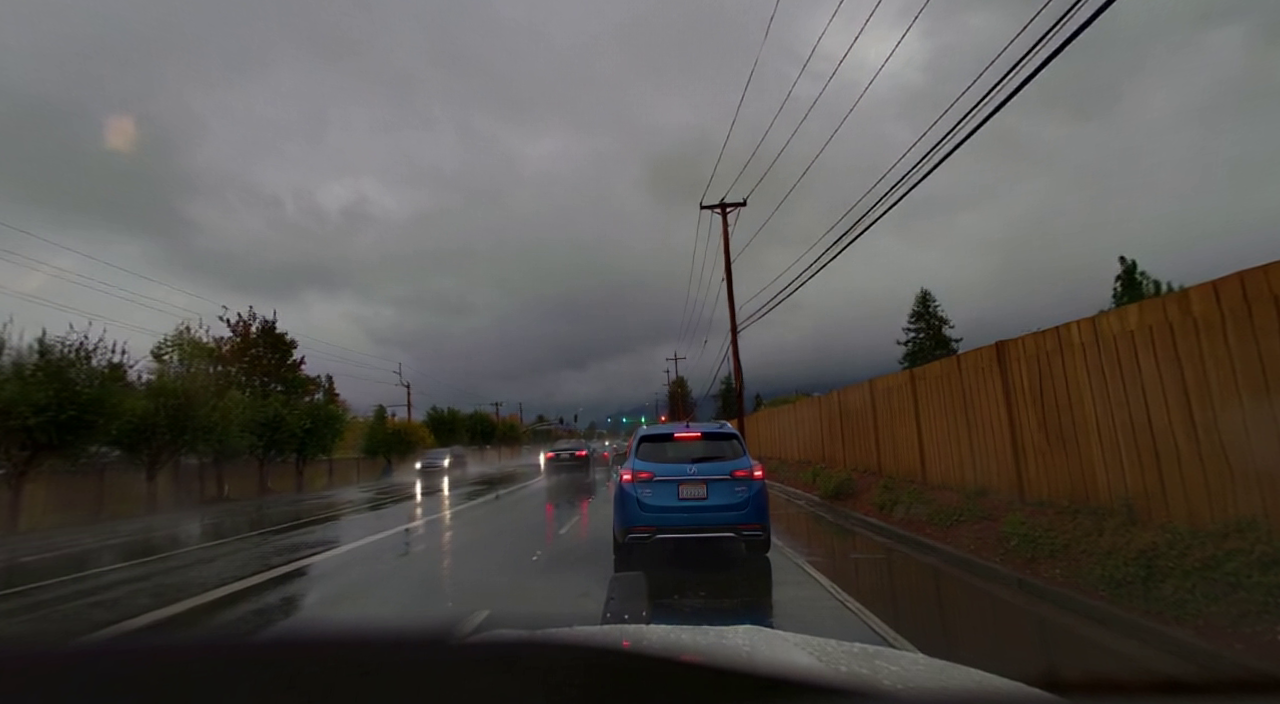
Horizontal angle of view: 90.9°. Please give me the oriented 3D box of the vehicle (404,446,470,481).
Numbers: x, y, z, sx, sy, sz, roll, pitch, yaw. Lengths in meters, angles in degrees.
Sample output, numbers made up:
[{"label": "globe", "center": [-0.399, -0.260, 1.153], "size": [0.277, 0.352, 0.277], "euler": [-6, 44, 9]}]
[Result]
[{"label": "vehicle", "center": [-11.784, 6.482, 37.005], "size": [2.187, 1.863, 5.152], "euler": [0, -9, 0]}]

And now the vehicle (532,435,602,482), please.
[{"label": "vehicle", "center": [-2.705, 4.074, 24.300], "size": [2.037, 1.639, 4.213], "euler": [0, -9, 2]}]

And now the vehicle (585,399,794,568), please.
[{"label": "vehicle", "center": [0.488, 1.673, 8.686], "size": [2.174, 1.749, 4.113], "euler": [0, -9, -1]}]
